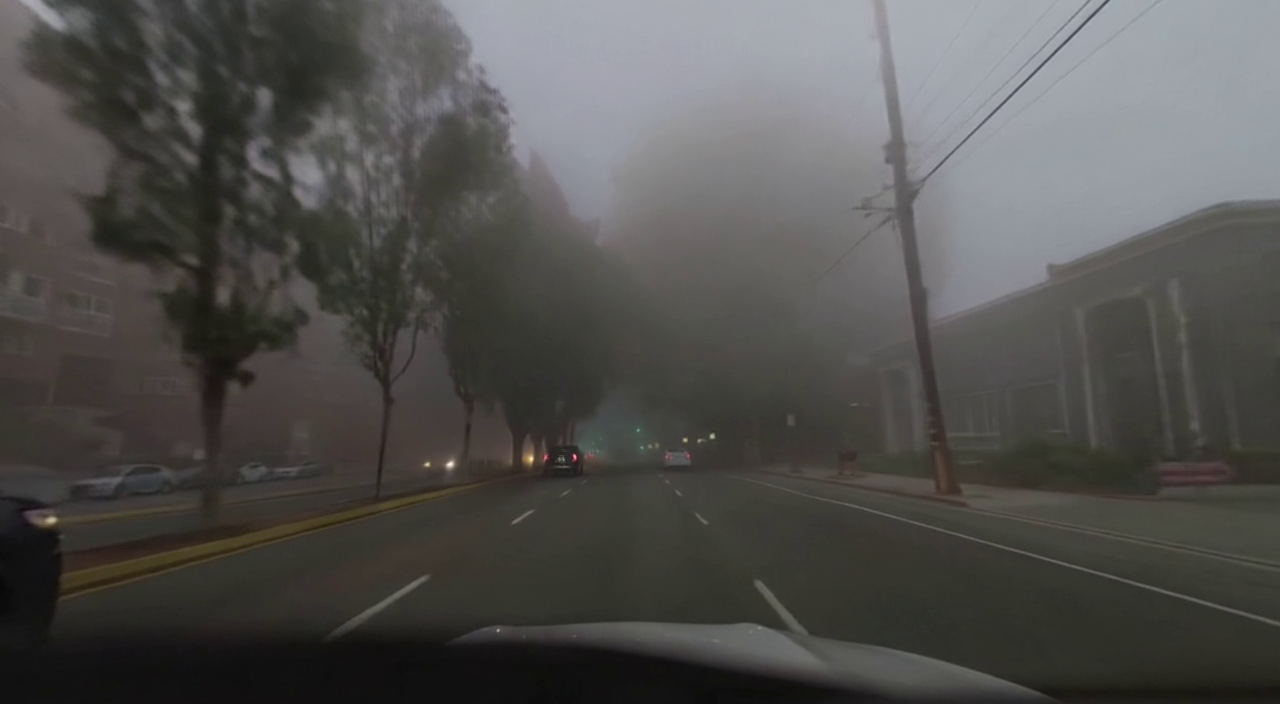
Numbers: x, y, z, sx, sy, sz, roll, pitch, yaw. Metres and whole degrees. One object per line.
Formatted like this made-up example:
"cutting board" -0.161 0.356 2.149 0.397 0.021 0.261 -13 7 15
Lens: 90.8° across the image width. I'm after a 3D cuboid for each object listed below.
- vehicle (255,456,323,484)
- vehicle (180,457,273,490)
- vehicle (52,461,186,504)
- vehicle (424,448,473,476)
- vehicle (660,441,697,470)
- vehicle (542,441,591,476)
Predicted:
"vehicle" -22.882 7.689 41.385 1.918 1.586 4.366 0 -8 0
"vehicle" -22.928 6.730 35.298 1.938 1.613 4.830 0 -8 -1
"vehicle" -22.873 5.705 28.033 2.176 1.516 4.532 -3 -8 -1
"vehicle" -11.773 6.752 39.099 1.838 1.588 3.658 0 -8 0
"vehicle" 2.411 6.613 40.564 2.018 1.719 4.369 0 -8 -1
"vehicle" -3.809 5.589 33.425 2.083 1.685 4.069 0 -8 1
